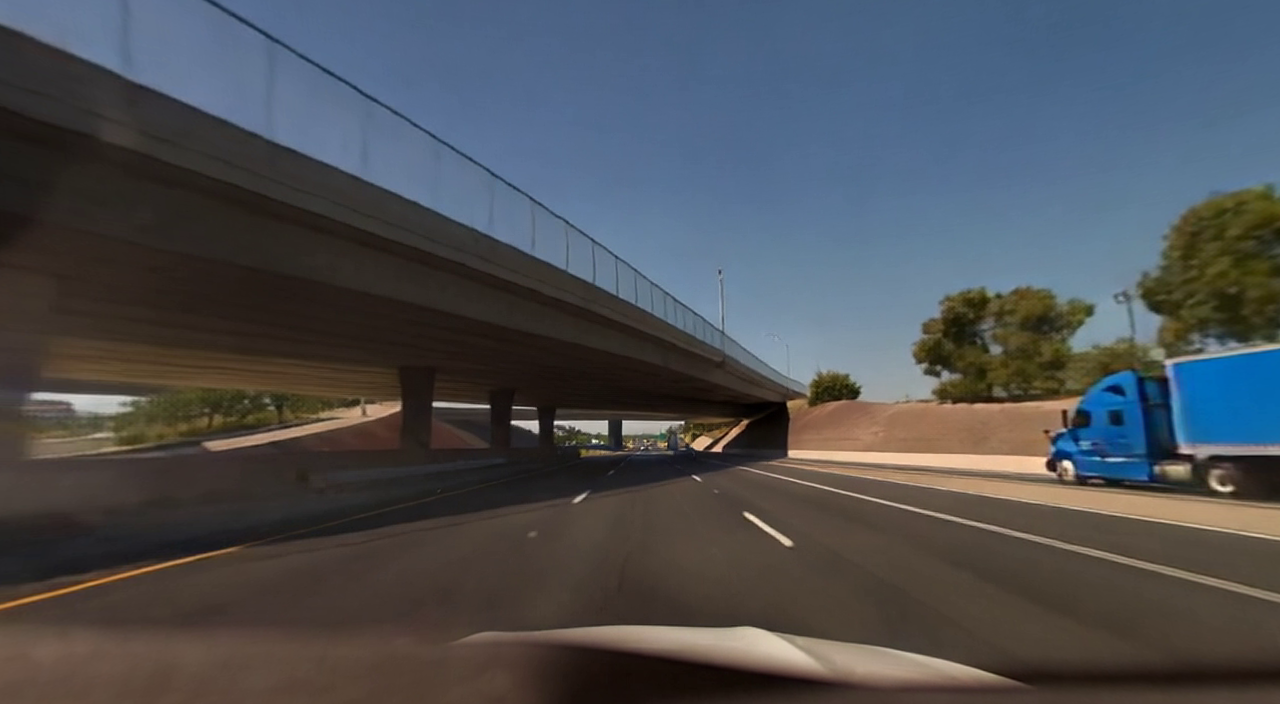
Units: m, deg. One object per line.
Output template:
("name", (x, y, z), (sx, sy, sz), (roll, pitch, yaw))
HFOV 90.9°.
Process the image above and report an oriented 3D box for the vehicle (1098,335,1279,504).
("vehicle", (17.834, 1.287, 13.145), (3.395, 4.178, 16.548), (0, -8, -3))
